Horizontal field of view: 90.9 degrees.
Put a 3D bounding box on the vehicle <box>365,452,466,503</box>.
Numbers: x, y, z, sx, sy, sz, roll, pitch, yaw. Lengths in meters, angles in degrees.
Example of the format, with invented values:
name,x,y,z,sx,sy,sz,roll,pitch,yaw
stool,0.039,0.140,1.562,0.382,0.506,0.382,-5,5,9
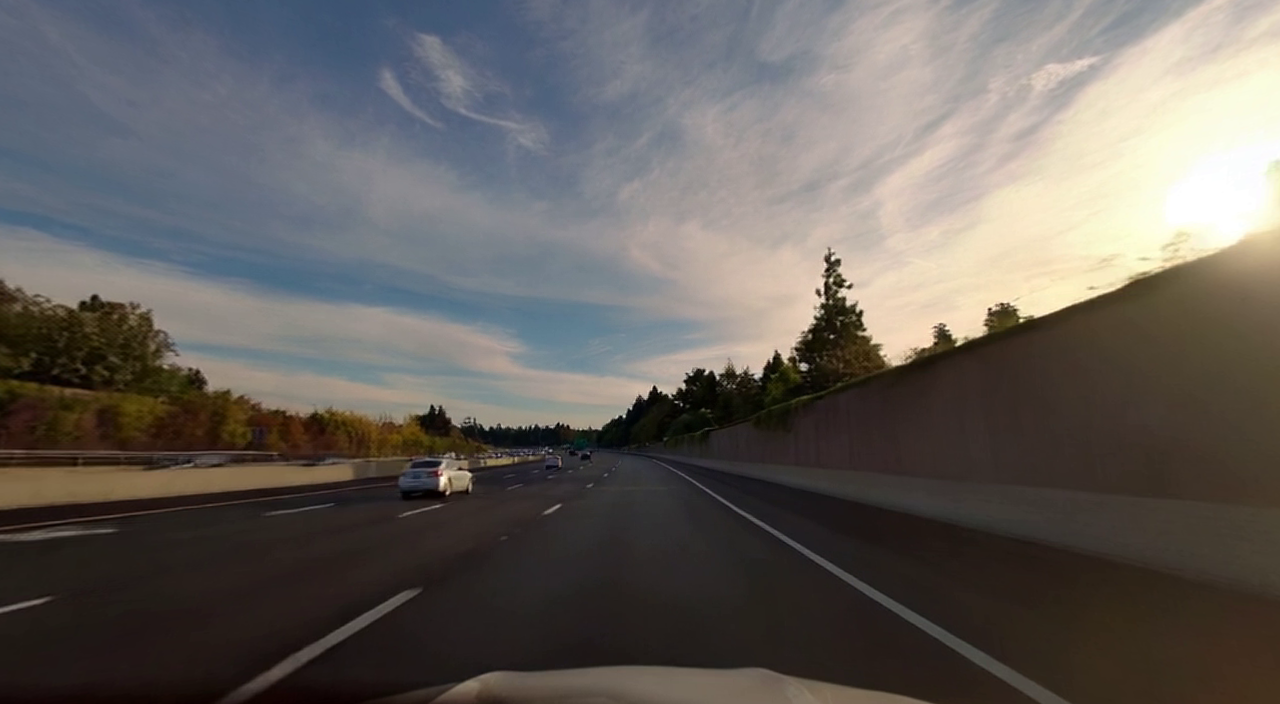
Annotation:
name,x,y,z,sx,sy,sz,roll,pitch,yaw
vehicle,-7.044,3.942,20.197,1.782,1.441,3.751,0,-9,1
